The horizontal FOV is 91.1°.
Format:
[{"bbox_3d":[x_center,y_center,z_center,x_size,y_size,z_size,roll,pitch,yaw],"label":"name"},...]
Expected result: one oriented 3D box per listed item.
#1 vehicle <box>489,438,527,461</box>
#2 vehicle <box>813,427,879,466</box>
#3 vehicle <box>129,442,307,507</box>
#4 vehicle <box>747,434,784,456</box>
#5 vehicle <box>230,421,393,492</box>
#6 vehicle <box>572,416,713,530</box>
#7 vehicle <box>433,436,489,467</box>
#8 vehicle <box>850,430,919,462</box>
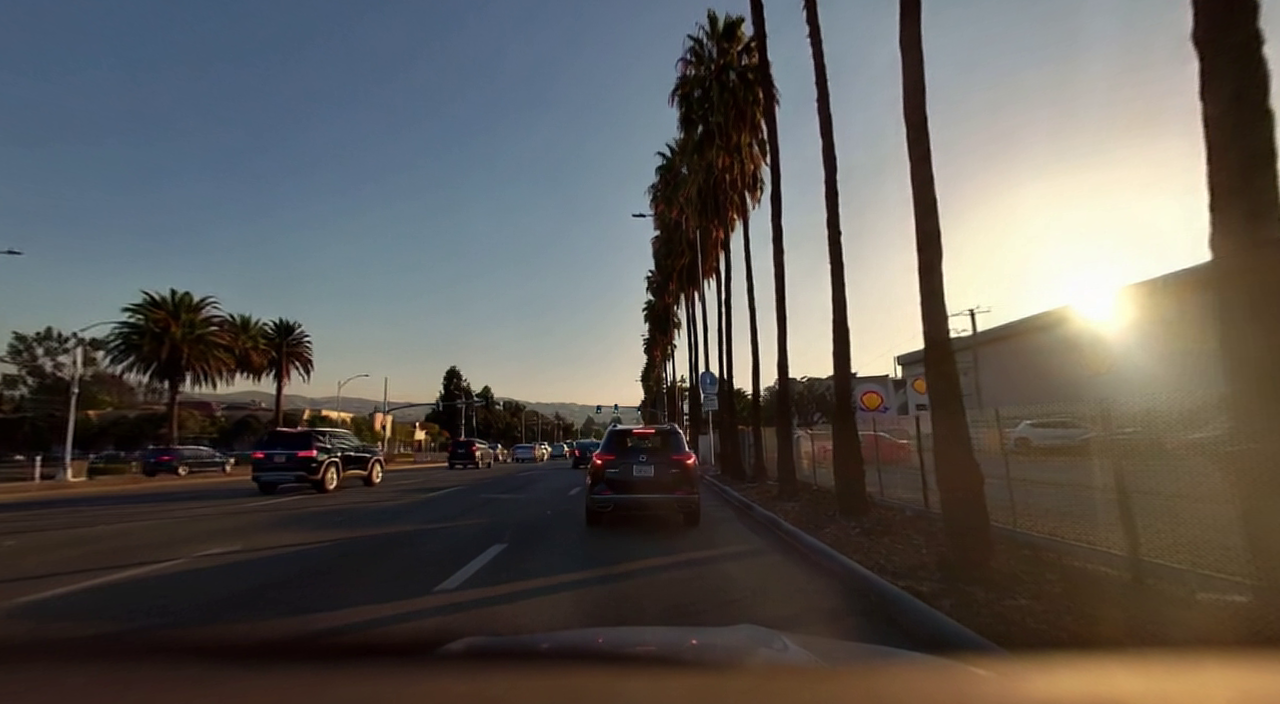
[{"bbox_3d":[-10.442,7.762,49.897,1.998,1.731,4.952,0,-8,-1],"label":"vehicle"},{"bbox_3d":[8.246,3.760,24.958,1.837,1.416,3.947,-4,-9,27],"label":"vehicle"},{"bbox_3d":[-10.038,2.900,15.306,1.924,1.384,3.426,0,-8,0],"label":"vehicle"},{"bbox_3d":[9.160,6.835,46.167,1.929,1.496,4.245,0,-8,0],"label":"vehicle"},{"bbox_3d":[-10.045,3.248,19.876,2.269,1.934,5.350,0,-8,0],"label":"vehicle"},{"bbox_3d":[0.069,2.133,11.531,2.121,1.710,3.893,0,-8,1],"label":"vehicle"},{"bbox_3d":[-10.556,5.900,37.384,1.965,1.743,4.327,0,-8,1],"label":"vehicle"},{"bbox_3d":[12.075,4.687,31.252,1.681,1.503,3.781,1,-8,-4],"label":"vehicle"}]
